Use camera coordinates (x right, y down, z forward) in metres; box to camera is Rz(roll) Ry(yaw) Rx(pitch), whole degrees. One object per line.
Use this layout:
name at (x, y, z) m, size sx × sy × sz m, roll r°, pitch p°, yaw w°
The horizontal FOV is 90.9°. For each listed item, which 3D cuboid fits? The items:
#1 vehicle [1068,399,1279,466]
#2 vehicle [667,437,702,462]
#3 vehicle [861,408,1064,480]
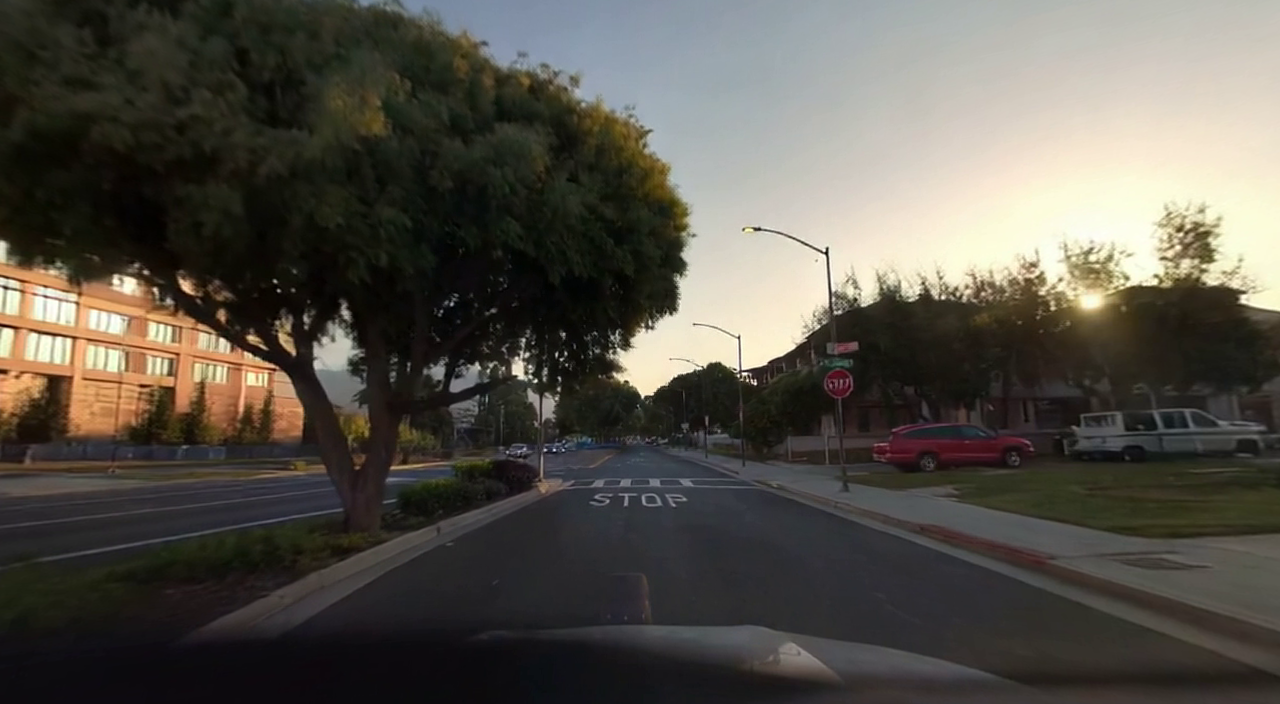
vehicle at (15.895, 2.421, 18.764) m, size 4.730 × 1.862 × 1.987 m, roll 0°, pitch -8°, yaw 1°
vehicle at (2.835, 6.302, 40.943) m, size 1.990 × 1.508 × 4.123 m, roll 0°, pitch -9°, yaw 1°
vehicle at (9.529, 2.776, 18.989) m, size 4.823 × 1.667 × 2.165 m, roll -4°, pitch -9°, yaw 0°
